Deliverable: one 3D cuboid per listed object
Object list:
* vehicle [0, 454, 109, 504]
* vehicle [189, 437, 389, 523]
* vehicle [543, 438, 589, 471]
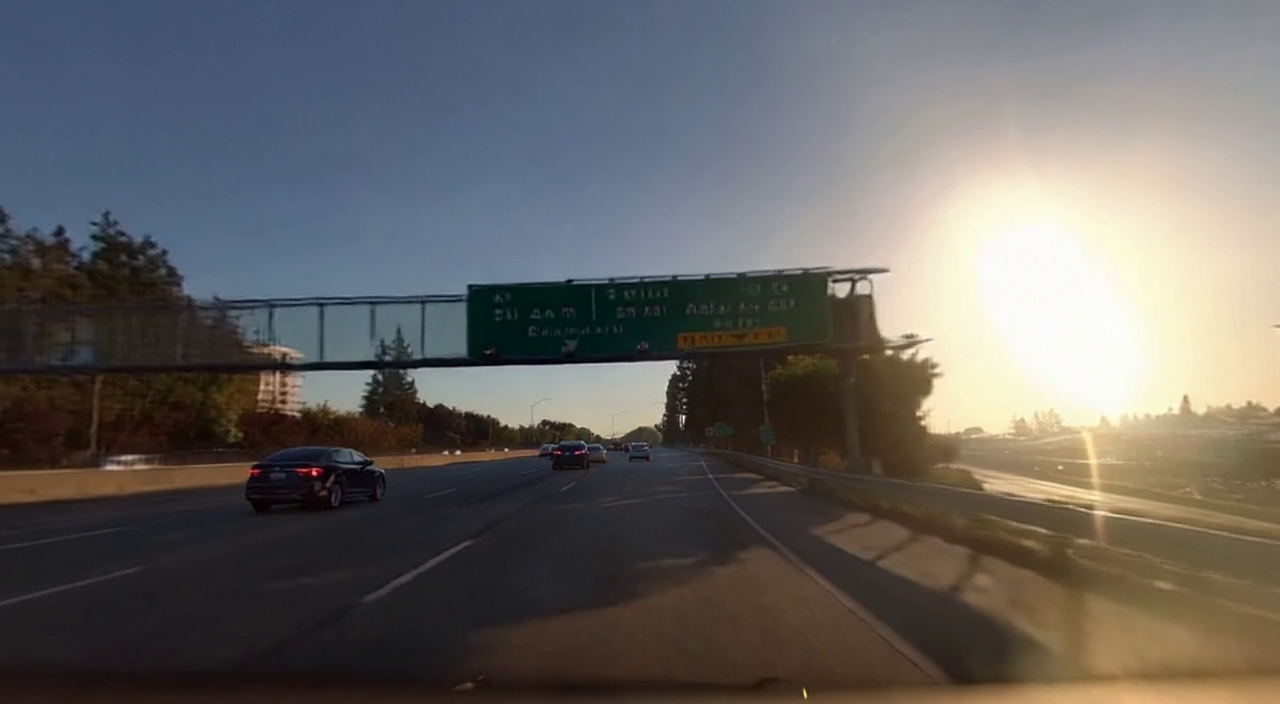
[{"bbox_3d":[-24.193,4.967,25.030,1.971,1.724,4.694,-1,-8,1],"label":"vehicle"},{"bbox_3d":[-7.911,2.887,14.864,2.071,1.661,4.540,-1,-8,0],"label":"vehicle"},{"bbox_3d":[-4.220,5.925,36.549,2.158,1.717,4.375,-1,-8,0],"label":"vehicle"}]
